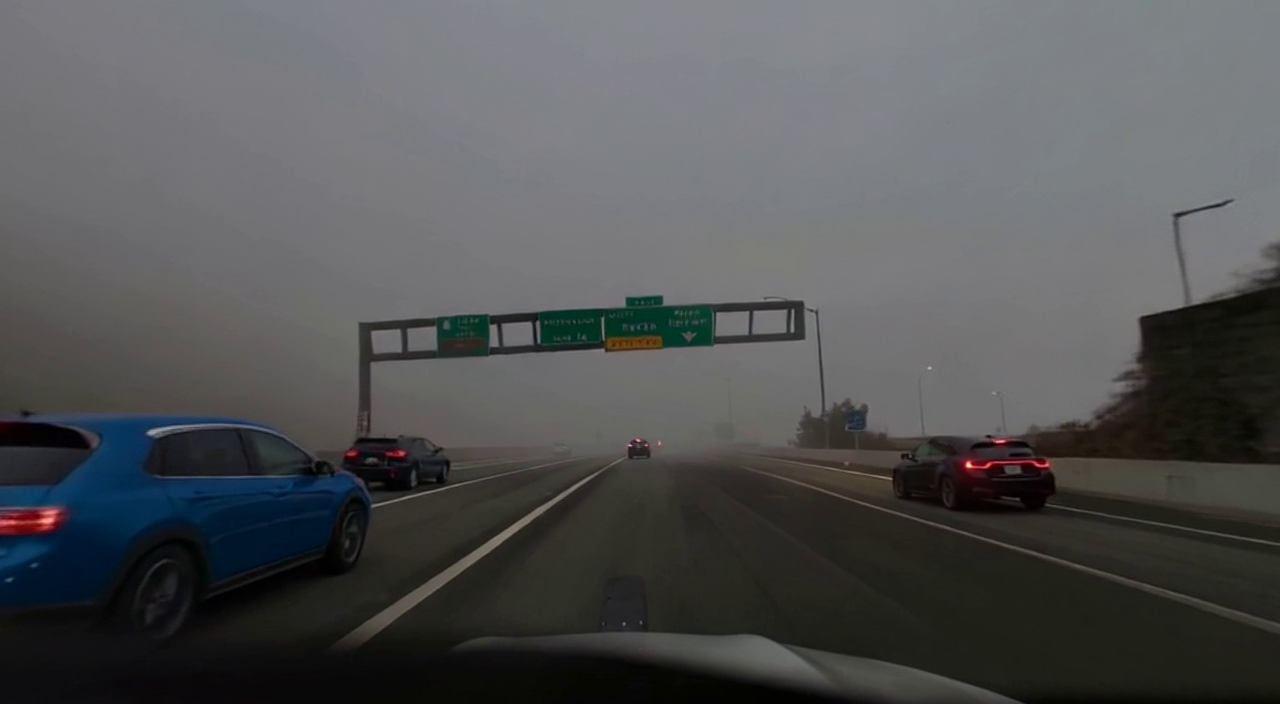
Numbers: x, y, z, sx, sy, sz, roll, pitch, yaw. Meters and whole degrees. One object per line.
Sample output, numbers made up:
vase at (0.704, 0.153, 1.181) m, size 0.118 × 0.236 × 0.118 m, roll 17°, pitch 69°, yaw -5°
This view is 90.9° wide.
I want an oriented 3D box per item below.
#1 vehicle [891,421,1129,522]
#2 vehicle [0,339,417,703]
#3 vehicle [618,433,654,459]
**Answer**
vehicle at (7.037, 2.312, 12.739) m, size 2.122 × 1.646 × 4.491 m, roll 0°, pitch -8°, yaw 1°
vehicle at (-3.973, 1.167, 5.282) m, size 2.210 × 1.730 × 5.133 m, roll -1°, pitch -8°, yaw 1°
vehicle at (-0.232, 7.197, 48.393) m, size 2.172 × 1.824 × 5.031 m, roll -1°, pitch -8°, yaw 6°
